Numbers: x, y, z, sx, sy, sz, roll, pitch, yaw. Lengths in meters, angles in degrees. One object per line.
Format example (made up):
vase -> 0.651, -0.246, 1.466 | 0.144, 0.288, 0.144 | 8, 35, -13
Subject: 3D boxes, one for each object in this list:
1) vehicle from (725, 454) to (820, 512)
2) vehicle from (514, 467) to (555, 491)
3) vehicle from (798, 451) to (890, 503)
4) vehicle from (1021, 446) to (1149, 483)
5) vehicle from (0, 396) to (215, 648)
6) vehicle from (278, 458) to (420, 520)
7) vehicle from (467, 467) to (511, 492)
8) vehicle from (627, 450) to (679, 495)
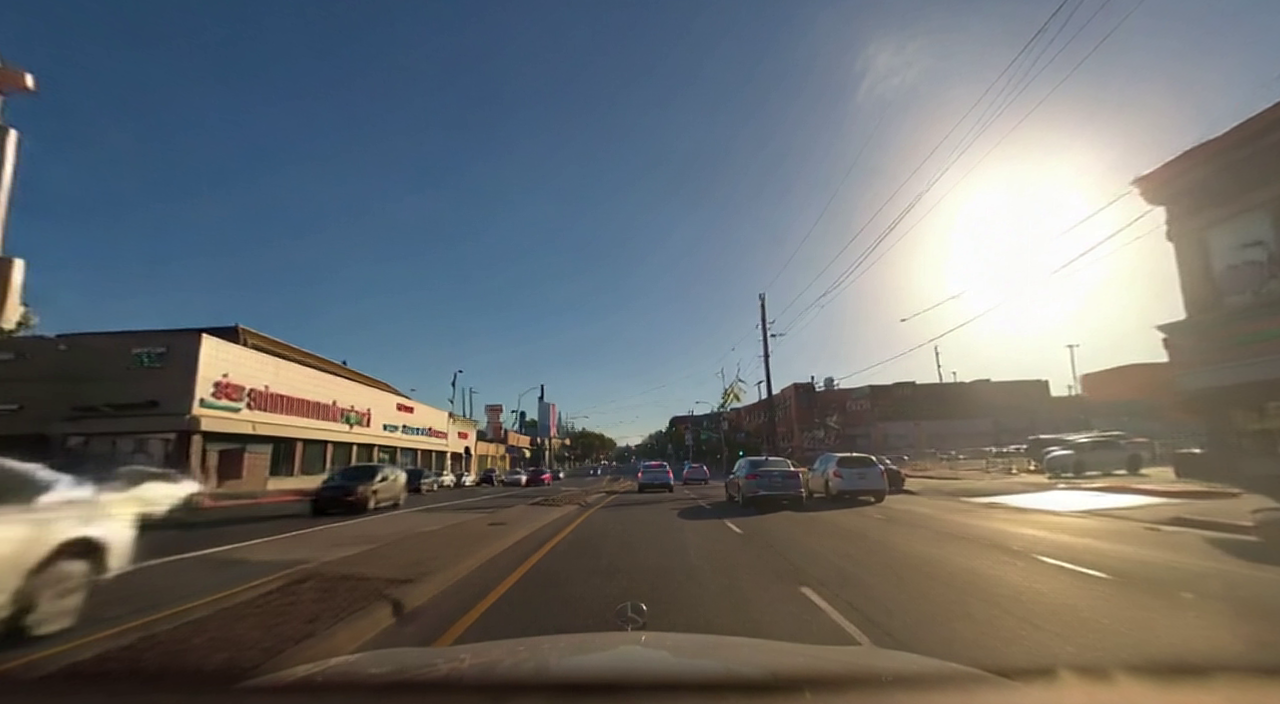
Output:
vehicle -> 3.912, 3.927, 19.478 | 1.963, 1.484, 4.609 | 0, -8, 0
vehicle -> -7.613, 9.216, 45.942 | 2.078, 1.465, 4.632 | 0, -8, 1
vehicle -> 7.551, 4.631, 23.822 | 2.040, 1.738, 4.414 | 0, -8, 1
vehicle -> 22.184, 5.628, 31.595 | 4.718, 1.628, 2.008 | -3, -8, 5
vehicle -> -5.343, 1.142, 4.021 | 2.180, 1.646, 4.467 | -2, -10, -1
vehicle -> -8.583, 4.056, 19.176 | 1.906, 1.519, 4.797 | 0, -8, 2
vehicle -> -11.655, 9.806, 48.865 | 2.183, 1.674, 4.481 | 0, -8, 1
vehicle -> 0.615, 5.437, 28.891 | 2.210, 1.861, 4.280 | 0, -8, 1
